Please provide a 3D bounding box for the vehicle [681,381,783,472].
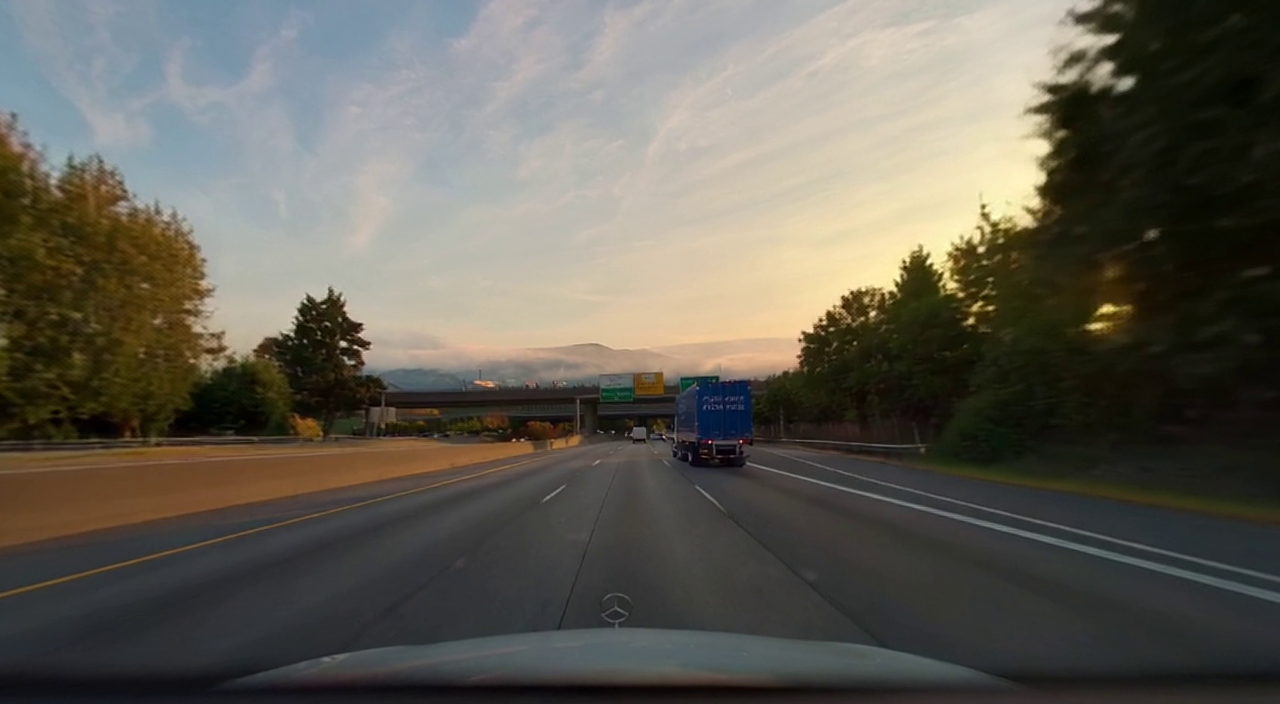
[{"bbox_3d":[3.799,3.525,29.154,2.849,3.391,11.018,0,-8,-1],"label":"vehicle"}]
